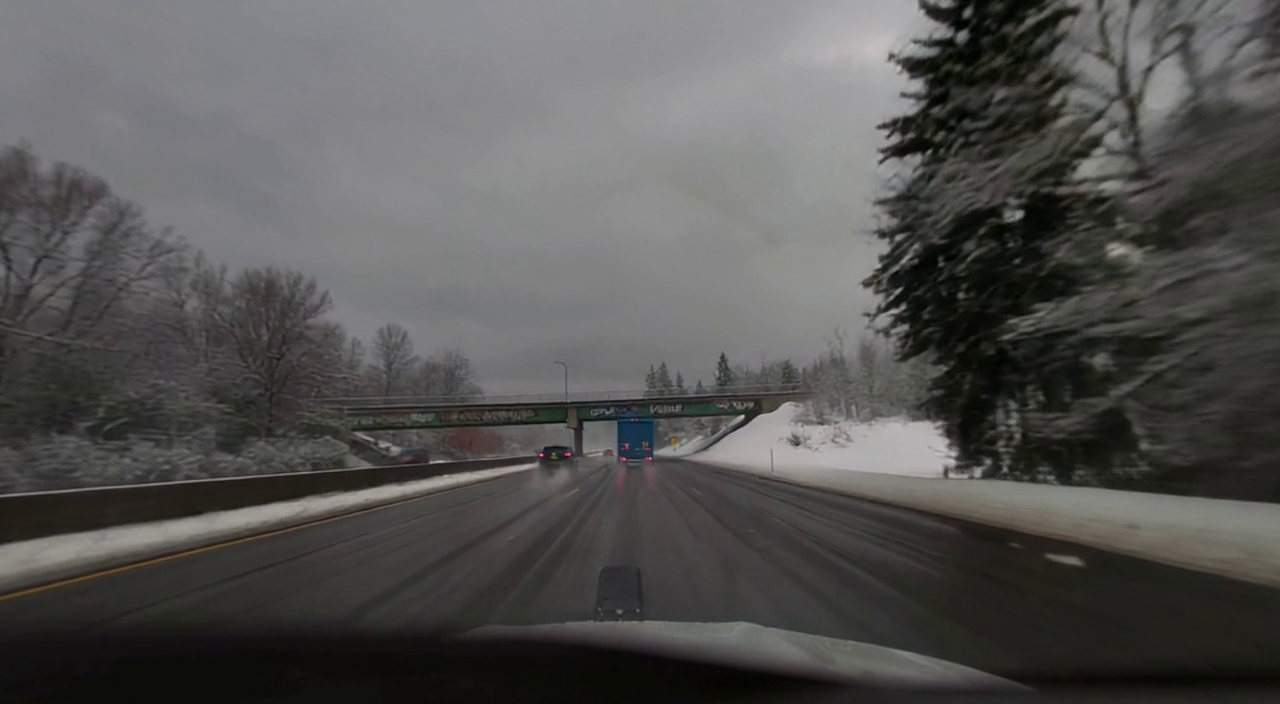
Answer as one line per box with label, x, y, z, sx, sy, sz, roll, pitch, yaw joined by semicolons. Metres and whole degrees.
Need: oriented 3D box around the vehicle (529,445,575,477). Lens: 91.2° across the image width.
vehicle;-4.489;5.614;32.449;1.892;1.529;3.996;0;-9;-1
